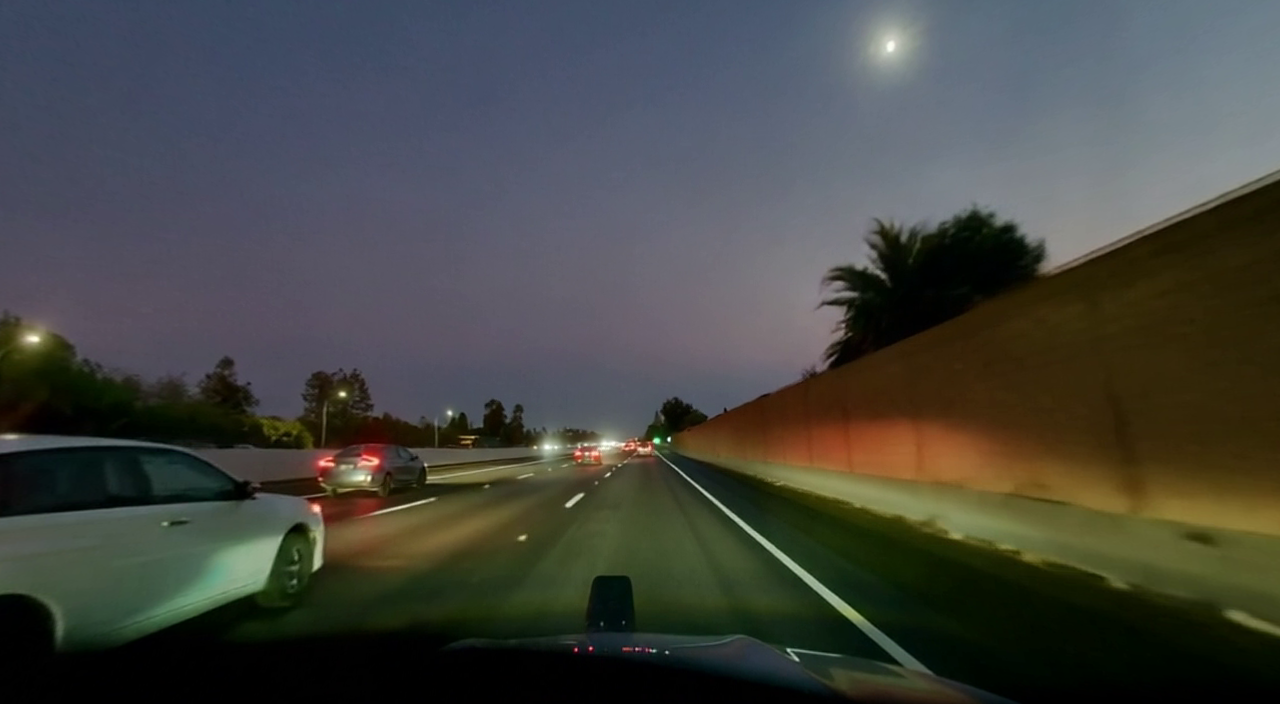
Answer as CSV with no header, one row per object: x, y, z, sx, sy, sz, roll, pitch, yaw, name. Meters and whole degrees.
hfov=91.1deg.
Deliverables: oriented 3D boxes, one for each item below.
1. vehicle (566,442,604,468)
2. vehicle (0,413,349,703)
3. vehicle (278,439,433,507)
-3.592,6.863,41.999,2.036,1.636,4.511,0,-8,1,vehicle
-3.756,1.134,3.501,1.945,1.484,4.803,0,-8,0,vehicle
-7.050,3.021,16.143,1.942,1.502,4.216,0,-8,1,vehicle
